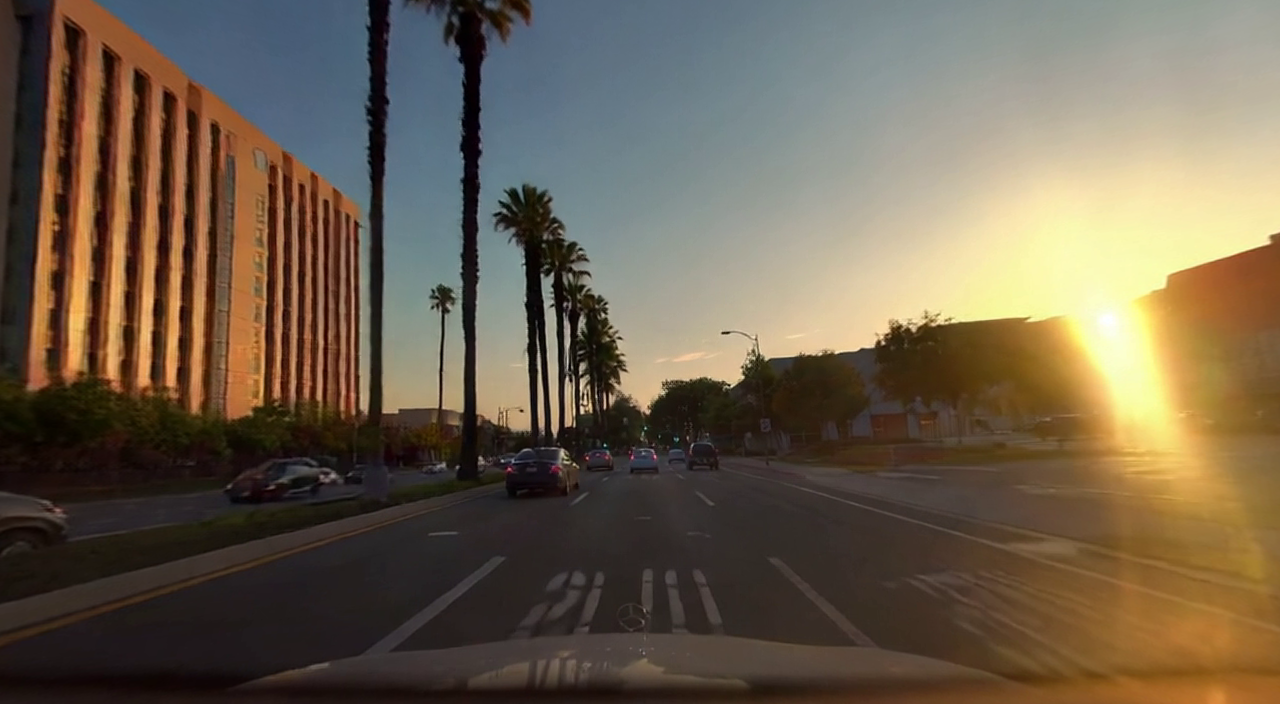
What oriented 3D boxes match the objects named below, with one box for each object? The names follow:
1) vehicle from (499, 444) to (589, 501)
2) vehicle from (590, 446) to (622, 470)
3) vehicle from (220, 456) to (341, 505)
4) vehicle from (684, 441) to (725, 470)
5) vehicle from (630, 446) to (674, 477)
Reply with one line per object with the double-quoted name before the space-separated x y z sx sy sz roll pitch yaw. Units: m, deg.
"vehicle" -2.748 3.558 19.112 1.908 1.505 4.369 -1 -9 2
"vehicle" -2.600 8.197 48.969 2.168 1.719 4.283 0 -9 0
"vehicle" -13.978 4.984 24.905 2.026 1.641 4.619 -1 -9 1
"vehicle" 4.087 6.687 40.854 2.108 1.785 4.334 0 -9 -1
"vehicle" 0.610 5.620 32.641 2.147 1.507 3.953 0 -9 0
